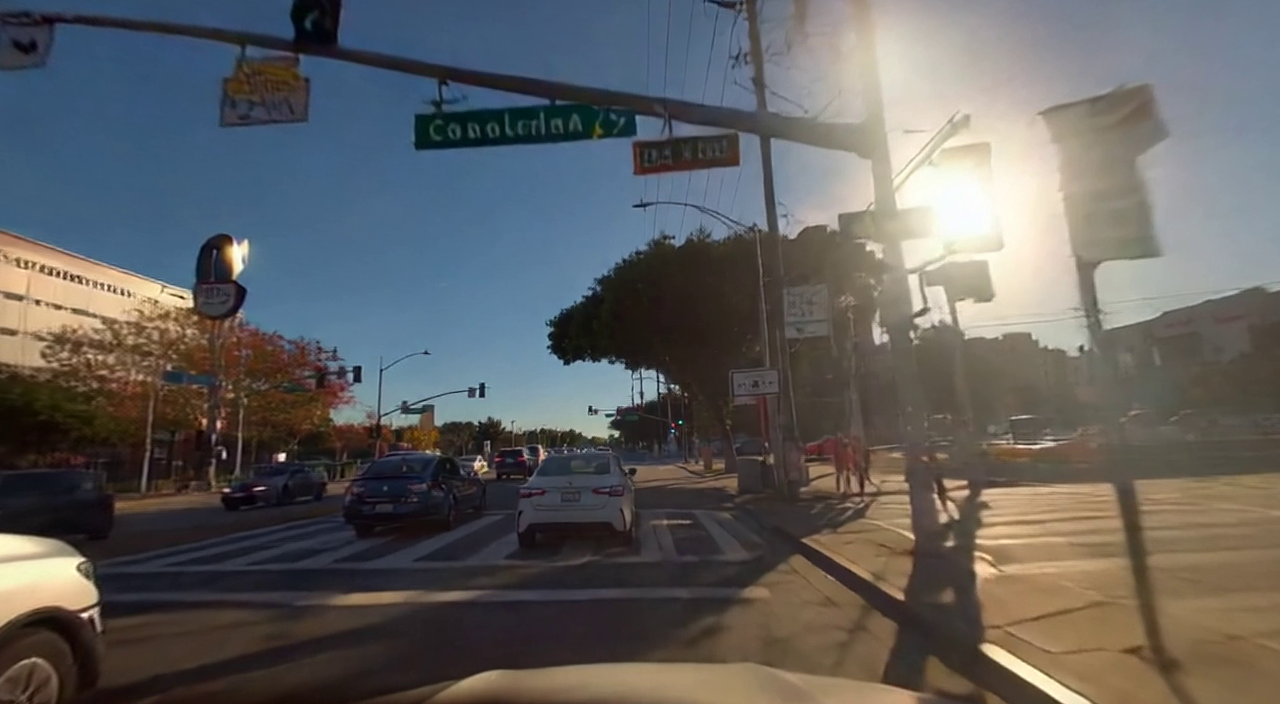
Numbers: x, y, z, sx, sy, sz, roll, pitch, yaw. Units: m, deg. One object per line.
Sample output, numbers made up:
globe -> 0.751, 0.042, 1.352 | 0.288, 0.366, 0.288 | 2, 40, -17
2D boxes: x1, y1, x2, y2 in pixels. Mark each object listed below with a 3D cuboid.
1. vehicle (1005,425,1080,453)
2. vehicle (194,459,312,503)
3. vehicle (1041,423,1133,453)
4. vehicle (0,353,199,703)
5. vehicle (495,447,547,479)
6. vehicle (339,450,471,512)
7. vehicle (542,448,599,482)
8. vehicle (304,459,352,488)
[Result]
vehicle -> 24.730, 5.402, 38.833 | 1.690, 1.559, 3.521 | 5, -11, -18
vehicle -> -15.323, 5.117, 25.263 | 1.979, 1.507, 4.226 | 0, -9, 1
vehicle -> 27.656, 5.391, 39.148 | 2.083, 1.668, 4.638 | -1, -10, -3
vehicle -> -3.316, 0.652, 0.924 | 2.042, 1.673, 4.516 | 0, -9, 0
vehicle -> -6.478, 6.074, 34.754 | 2.012, 1.664, 3.917 | 0, -9, 1
vehicle -> -6.505, 3.591, 18.079 | 1.960, 1.479, 4.654 | 0, -9, 0
vehicle -> -3.254, 5.378, 30.287 | 2.147, 1.472, 4.406 | 0, -9, 1
vehicle -> -18.964, 7.327, 38.154 | 1.964, 1.569, 4.256 | 6, -10, -34
